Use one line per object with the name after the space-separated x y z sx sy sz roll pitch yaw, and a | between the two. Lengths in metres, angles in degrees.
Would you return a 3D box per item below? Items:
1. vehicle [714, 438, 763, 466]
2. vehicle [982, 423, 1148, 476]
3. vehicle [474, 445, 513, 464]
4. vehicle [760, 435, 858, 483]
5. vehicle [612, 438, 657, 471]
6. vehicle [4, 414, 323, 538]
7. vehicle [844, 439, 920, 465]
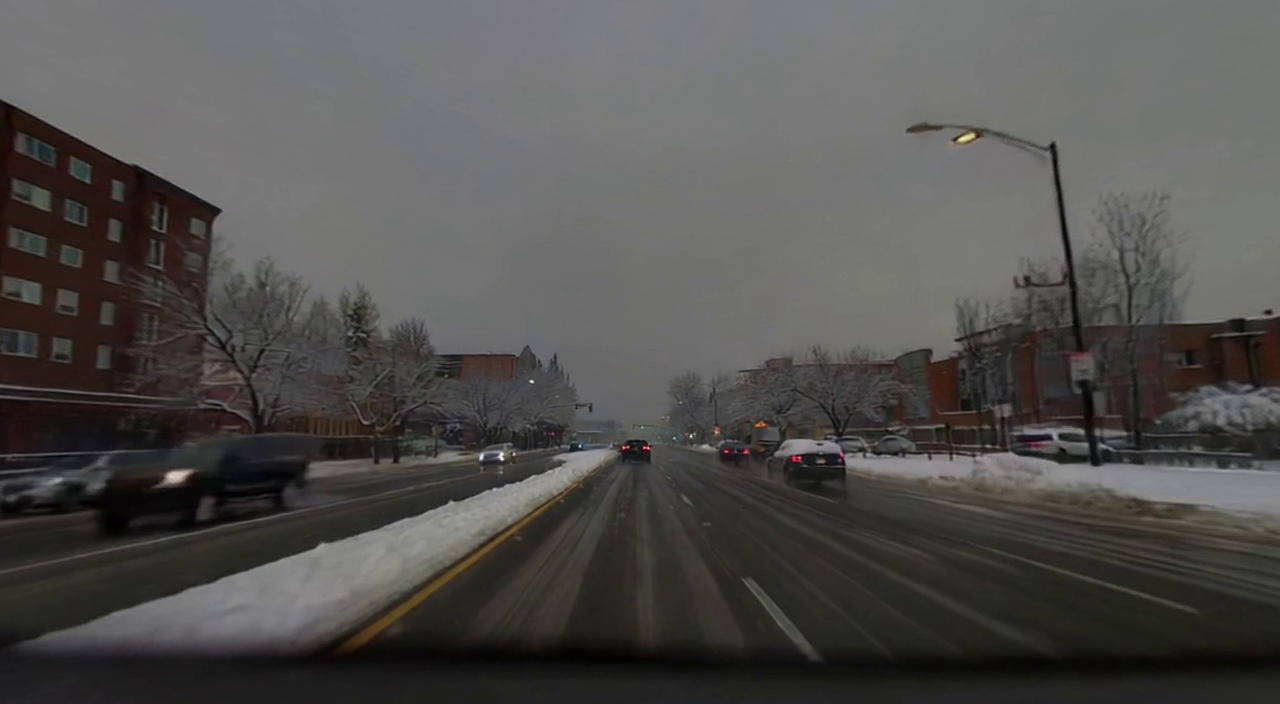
5.774 5.969 37.546 2.154 1.554 4.149 0 -9 -2 | vehicle
17.752 4.115 26.493 5.388 2.082 2.328 1 -9 -4 | vehicle
-11.575 8.117 49.948 1.897 1.466 4.566 0 -9 1 | vehicle
5.994 3.865 23.033 2.121 1.557 4.898 0 -9 -1 | vehicle
-0.282 5.139 31.814 2.106 1.553 3.964 0 -9 -1 | vehicle
-8.593 2.277 12.207 2.357 1.894 4.864 0 -9 0 | vehicle
16.738 6.897 43.719 2.194 1.666 4.576 4 -9 -26 | vehicle
